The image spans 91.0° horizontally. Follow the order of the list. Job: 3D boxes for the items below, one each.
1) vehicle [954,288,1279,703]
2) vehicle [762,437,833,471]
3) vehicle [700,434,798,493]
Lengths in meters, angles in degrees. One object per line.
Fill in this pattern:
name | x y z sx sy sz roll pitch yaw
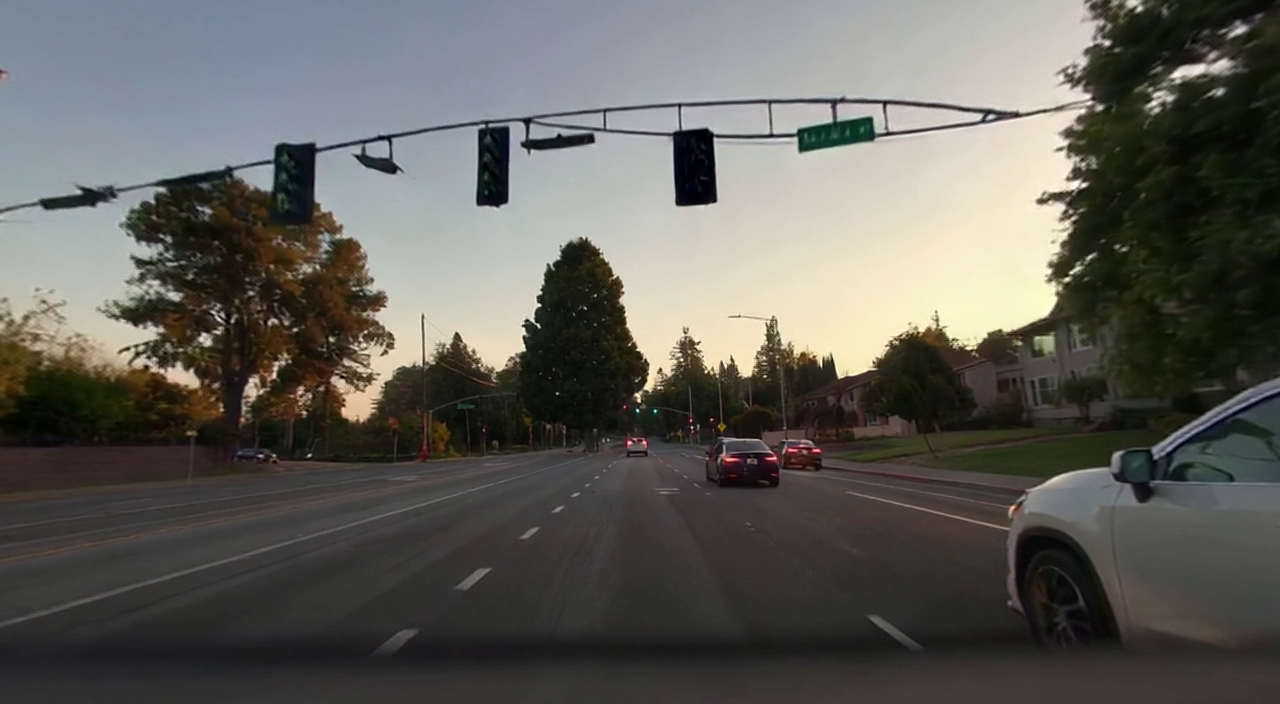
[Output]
vehicle | 3.061 0.634 1.602 2.129 1.761 4.610 0 -9 0
vehicle | 7.246 4.747 29.428 2.010 1.421 4.586 0 -9 -2
vehicle | 2.889 3.058 17.593 1.889 1.451 4.180 0 -9 -1
